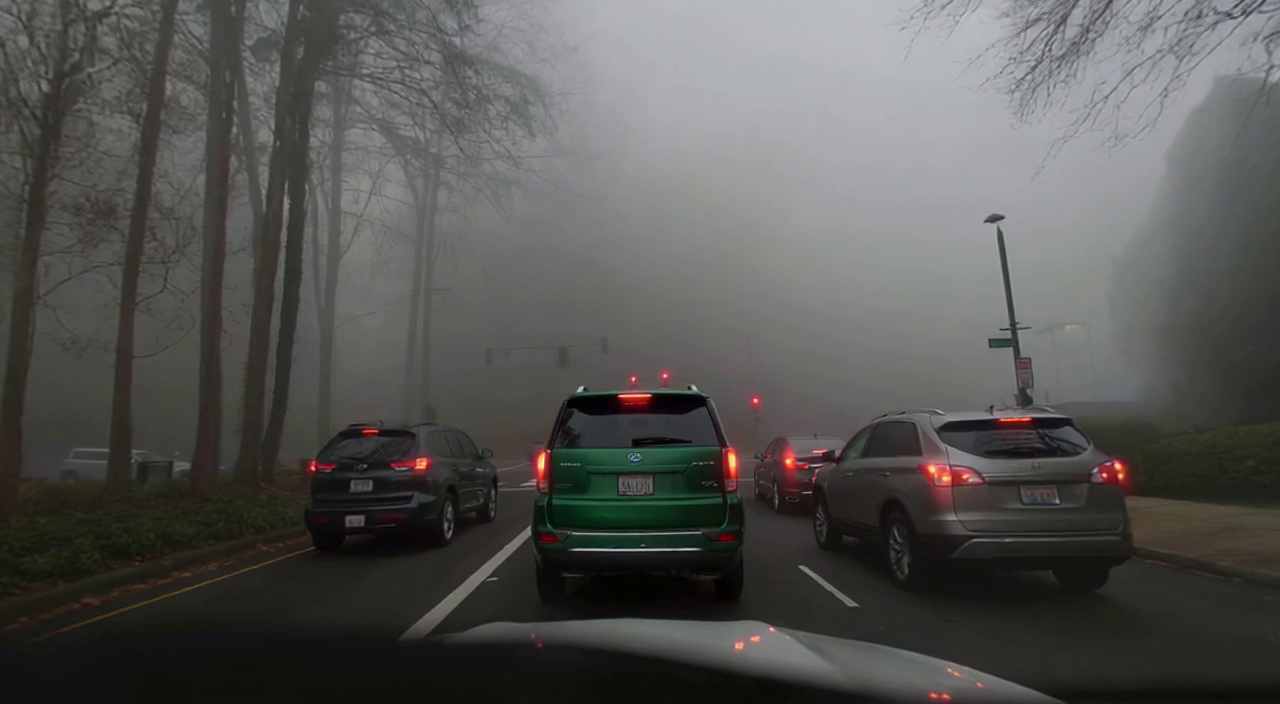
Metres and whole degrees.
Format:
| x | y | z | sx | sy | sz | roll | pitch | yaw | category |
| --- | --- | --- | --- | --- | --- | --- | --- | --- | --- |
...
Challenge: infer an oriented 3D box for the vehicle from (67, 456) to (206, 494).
| x | y | z | sx | sy | sz | roll | pitch | yaw | category |
| --- | --- | --- | --- | --- | --- | --- | --- | --- | --- |
| -22.234 | 5.422 | 28.220 | 2.312 | 1.443 | 4.684 | 0 | -9 | 1 | vehicle |

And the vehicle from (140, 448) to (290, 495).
| x | y | z | sx | sy | sz | roll | pitch | yaw | category |
| --- | --- | --- | --- | --- | --- | --- | --- | --- | --- |
| -14.916 | 4.192 | 22.577 | 2.206 | 1.481 | 4.481 | 0 | -9 | 1 | vehicle |

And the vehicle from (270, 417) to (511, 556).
| x | y | z | sx | sy | sz | roll | pitch | yaw | category |
| --- | --- | --- | --- | --- | --- | --- | --- | --- | --- |
| -3.383 | 1.899 | 9.583 | 1.961 | 1.639 | 4.064 | 0 | -9 | 0 | vehicle |

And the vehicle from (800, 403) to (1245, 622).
| x | y | z | sx | sy | sz | roll | pitch | yaw | category |
| --- | --- | --- | --- | --- | --- | --- | --- | --- | --- |
| 3.480 | 1.548 | 7.047 | 2.202 | 1.657 | 4.298 | 0 | -9 | -1 | vehicle |

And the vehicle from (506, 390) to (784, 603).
| x | y | z | sx | sy | sz | roll | pitch | yaw | category |
| --- | --- | --- | --- | --- | --- | --- | --- | --- | --- |
| 0.028 | 1.490 | 7.256 | 2.294 | 1.761 | 3.857 | 0 | -9 | 0 | vehicle |
